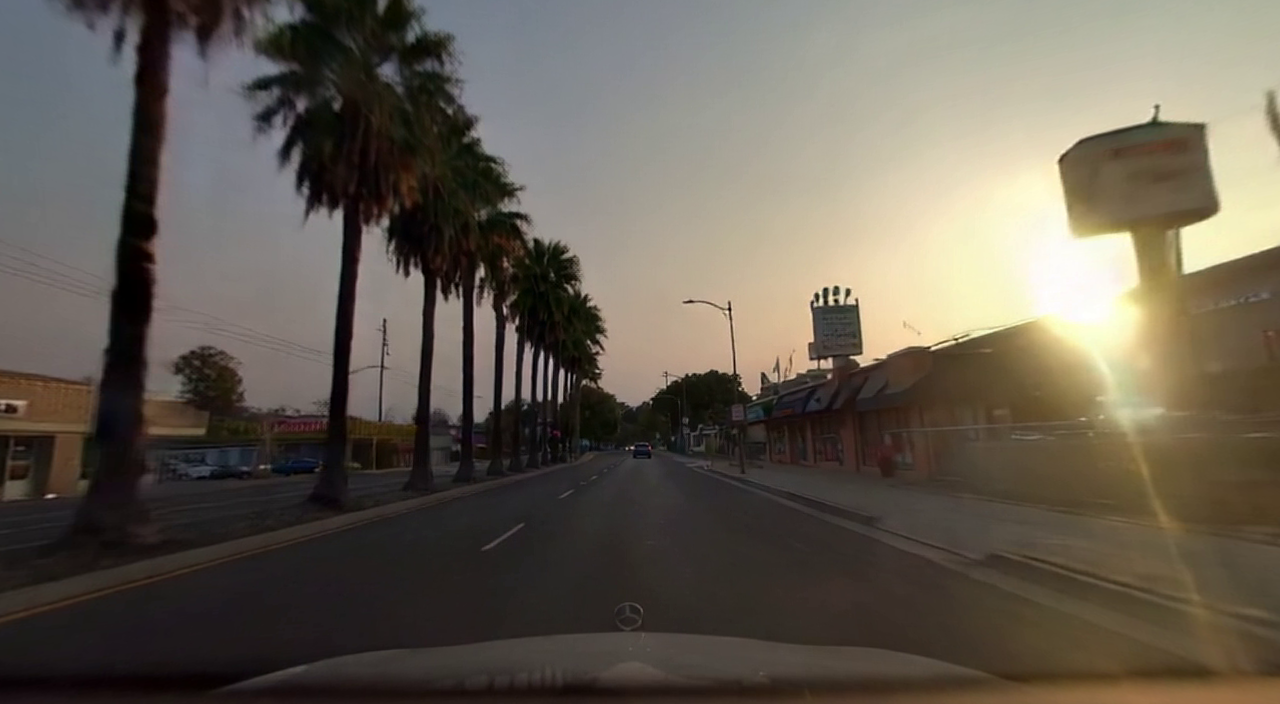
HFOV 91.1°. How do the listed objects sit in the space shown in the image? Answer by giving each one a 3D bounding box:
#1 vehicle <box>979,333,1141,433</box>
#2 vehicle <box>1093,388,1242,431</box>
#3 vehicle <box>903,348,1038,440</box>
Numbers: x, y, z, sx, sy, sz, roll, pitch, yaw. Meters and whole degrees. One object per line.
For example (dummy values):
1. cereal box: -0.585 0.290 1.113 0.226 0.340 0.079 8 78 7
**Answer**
1. vehicle: 11.310 1.008 16.772 5.186 2.000 2.226 10 -13 -41
2. vehicle: 23.364 2.605 28.013 4.630 1.473 1.702 -5 -13 17
3. vehicle: 10.517 1.469 19.863 4.592 2.160 2.015 11 -20 -41
